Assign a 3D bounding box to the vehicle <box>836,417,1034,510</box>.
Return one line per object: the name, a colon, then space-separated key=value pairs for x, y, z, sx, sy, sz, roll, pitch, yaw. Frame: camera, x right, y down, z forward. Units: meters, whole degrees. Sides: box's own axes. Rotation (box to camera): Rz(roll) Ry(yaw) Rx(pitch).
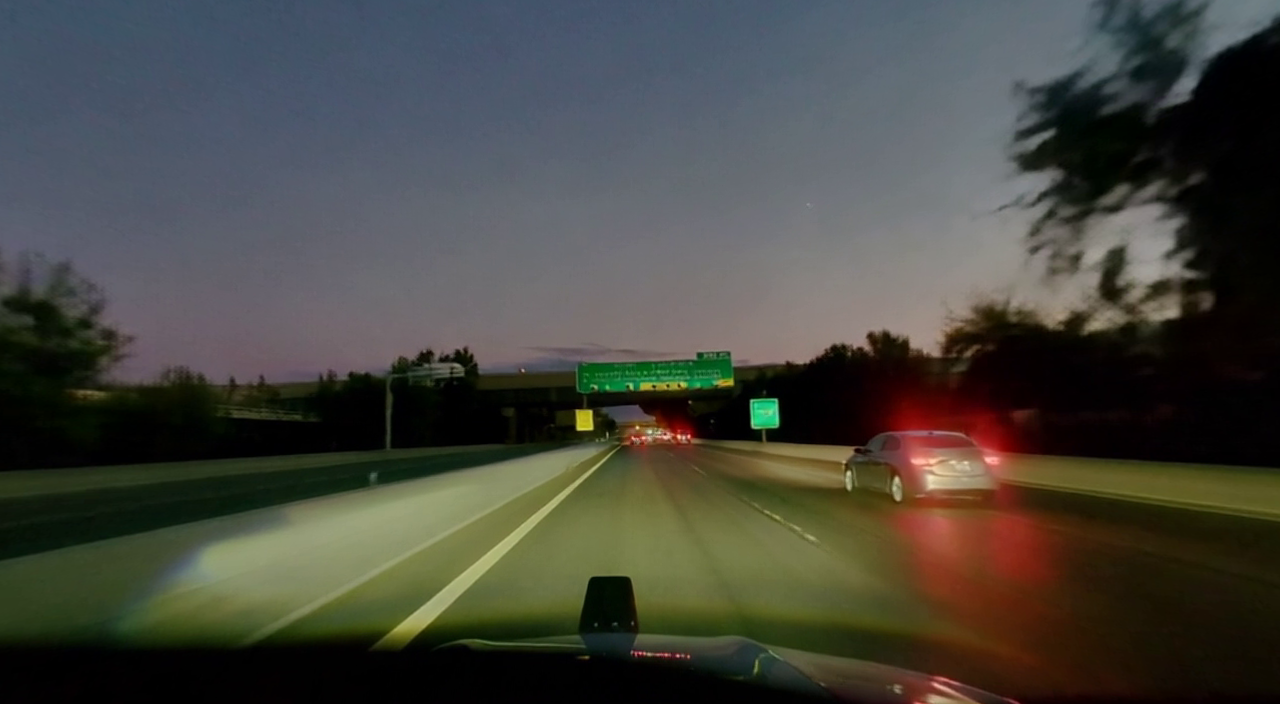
vehicle: x=5.726 y=2.194 z=12.929 sx=1.940 sy=1.578 sz=4.122 roll=0 pitch=-8 yaw=-2
